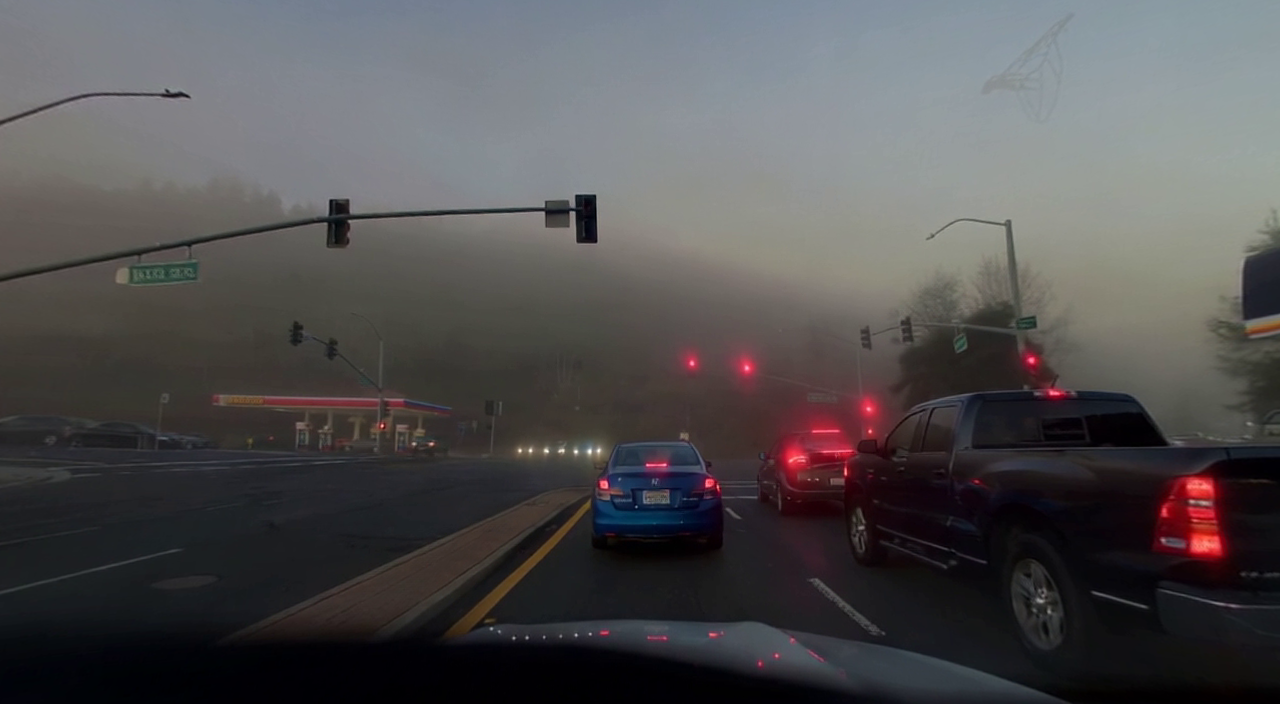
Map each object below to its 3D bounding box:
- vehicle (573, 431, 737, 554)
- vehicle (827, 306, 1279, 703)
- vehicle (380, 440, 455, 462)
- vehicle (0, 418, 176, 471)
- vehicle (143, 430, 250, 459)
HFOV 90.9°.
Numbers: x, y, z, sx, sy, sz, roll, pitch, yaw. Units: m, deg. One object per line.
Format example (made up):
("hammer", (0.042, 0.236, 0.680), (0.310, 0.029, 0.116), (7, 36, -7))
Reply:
("vehicle", (0.191, 2.028, 9.784), (2.027, 1.494, 3.824), (0, -8, 0))
("vehicle", (3.536, 1.150, 4.918), (2.277, 1.871, 6.143), (0, -8, 0))
("vehicle", (-15.760, 6.980, 44.766), (4.528, 1.460, 1.963), (7, -11, -40))
("vehicle", (-19.221, 3.200, 21.819), (4.742, 1.720, 2.107), (-1, -8, 6))
("vehicle", (-23.233, 4.869, 33.160), (4.326, 1.420, 1.798), (-1, -8, 4))
